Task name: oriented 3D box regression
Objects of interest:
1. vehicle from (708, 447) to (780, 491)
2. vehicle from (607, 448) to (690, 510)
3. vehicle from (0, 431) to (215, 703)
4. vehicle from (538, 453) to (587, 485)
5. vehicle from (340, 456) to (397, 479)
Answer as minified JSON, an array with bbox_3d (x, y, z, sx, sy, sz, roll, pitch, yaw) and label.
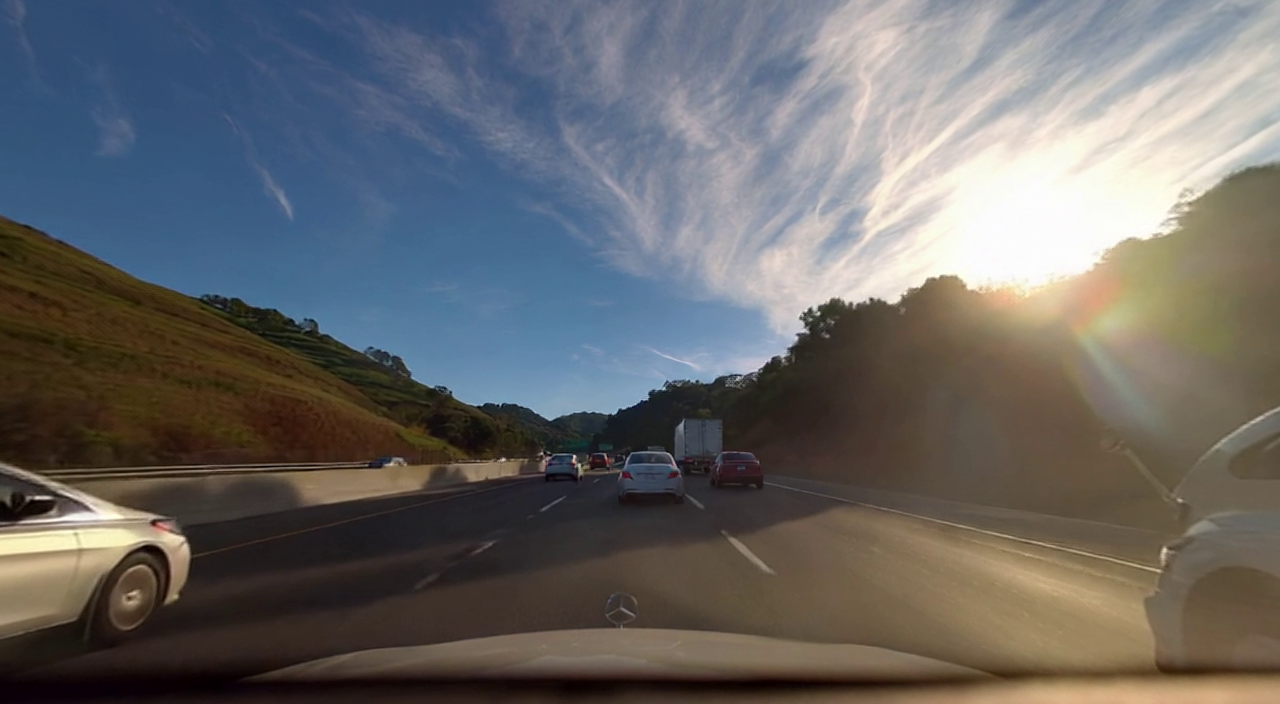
[{"bbox_3d":[4.036,4.631,25.305,2.029,1.579,4.484,0,-9,-1],"label":"vehicle"},{"bbox_3d":[0.228,3.428,17.392,2.041,1.484,3.535,0,-9,0],"label":"vehicle"},{"bbox_3d":[-4.413,1.093,2.793,1.920,1.506,4.454,0,-9,0],"label":"vehicle"},{"bbox_3d":[-3.787,5.776,31.419,1.848,1.486,3.832,0,-9,1],"label":"vehicle"},{"bbox_3d":[-18.945,8.046,44.235,1.985,1.527,4.174,-1,-9,3],"label":"vehicle"}]
